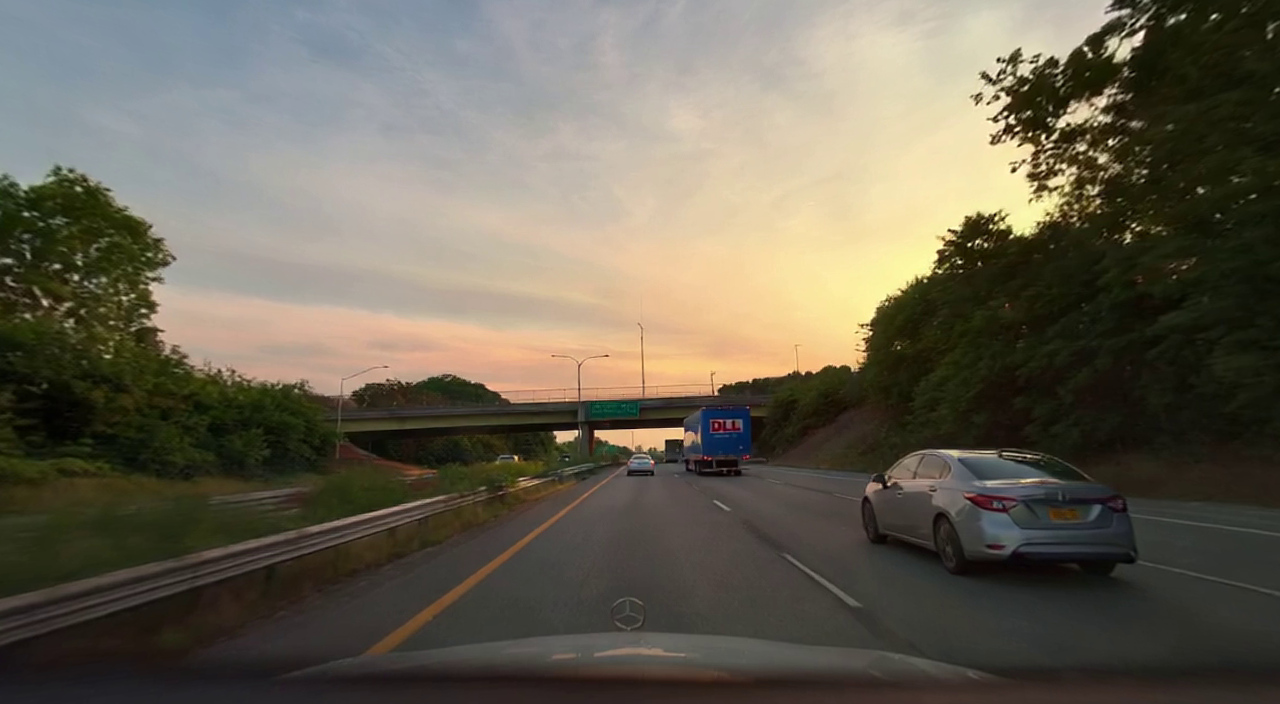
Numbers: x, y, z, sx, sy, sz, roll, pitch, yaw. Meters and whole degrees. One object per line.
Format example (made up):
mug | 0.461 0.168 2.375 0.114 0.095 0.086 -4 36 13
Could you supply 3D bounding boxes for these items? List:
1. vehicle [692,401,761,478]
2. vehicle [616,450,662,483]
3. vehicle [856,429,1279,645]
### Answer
vehicle | 4.892 5.227 37.282 2.838 3.985 8.010 0 -9 0
vehicle | -0.046 5.402 29.942 2.055 1.445 3.661 0 -9 0
vehicle | 3.909 1.596 6.467 1.894 1.452 4.164 0 -9 0
